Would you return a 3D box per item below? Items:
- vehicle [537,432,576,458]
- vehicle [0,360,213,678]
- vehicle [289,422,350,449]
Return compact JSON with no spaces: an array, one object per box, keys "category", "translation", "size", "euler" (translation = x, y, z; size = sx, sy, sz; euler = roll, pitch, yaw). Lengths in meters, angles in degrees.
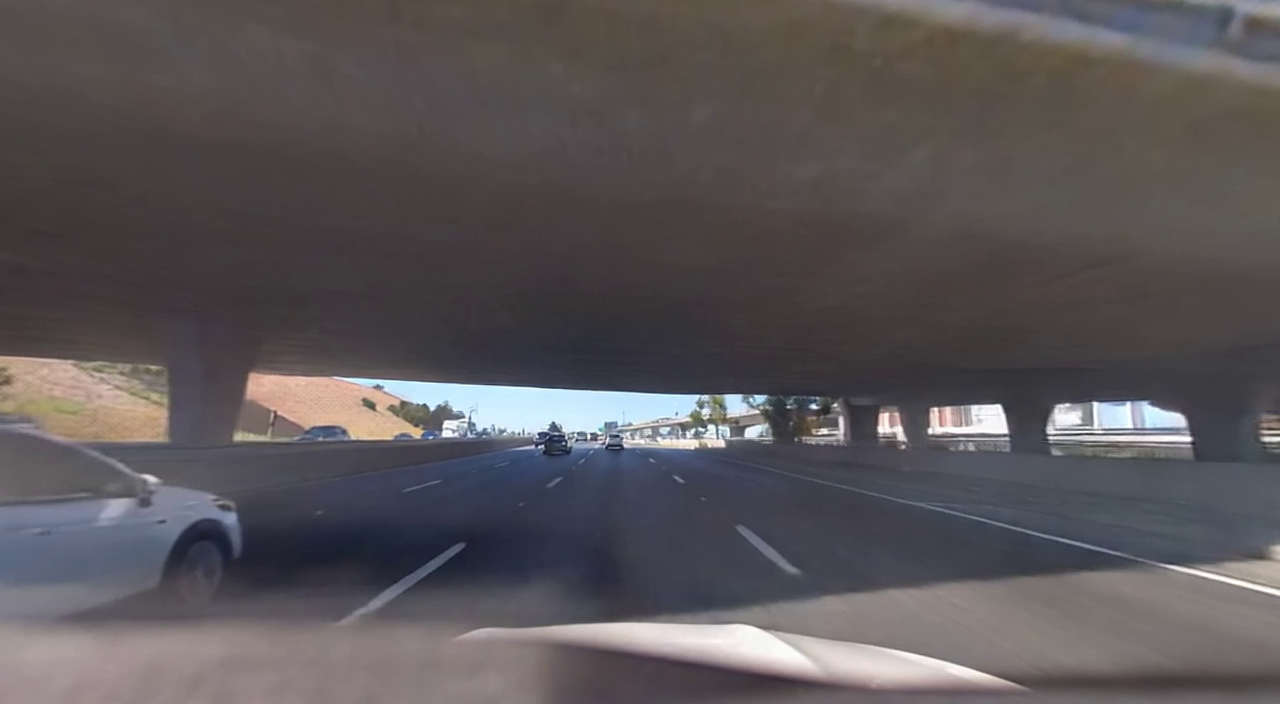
[{"category":"vehicle","translation":[-5.625,6.320,42.842],"size":[2.123,1.601,4.887],"euler":[0,-8,-2]},{"category":"vehicle","translation":[-4.434,0.773,2.504],"size":[2.215,1.648,4.713],"euler":[0,-8,-1]},{"category":"vehicle","translation":[-23.398,6.121,46.154],"size":[2.007,1.846,5.028],"euler":[0,-8,-2]}]
